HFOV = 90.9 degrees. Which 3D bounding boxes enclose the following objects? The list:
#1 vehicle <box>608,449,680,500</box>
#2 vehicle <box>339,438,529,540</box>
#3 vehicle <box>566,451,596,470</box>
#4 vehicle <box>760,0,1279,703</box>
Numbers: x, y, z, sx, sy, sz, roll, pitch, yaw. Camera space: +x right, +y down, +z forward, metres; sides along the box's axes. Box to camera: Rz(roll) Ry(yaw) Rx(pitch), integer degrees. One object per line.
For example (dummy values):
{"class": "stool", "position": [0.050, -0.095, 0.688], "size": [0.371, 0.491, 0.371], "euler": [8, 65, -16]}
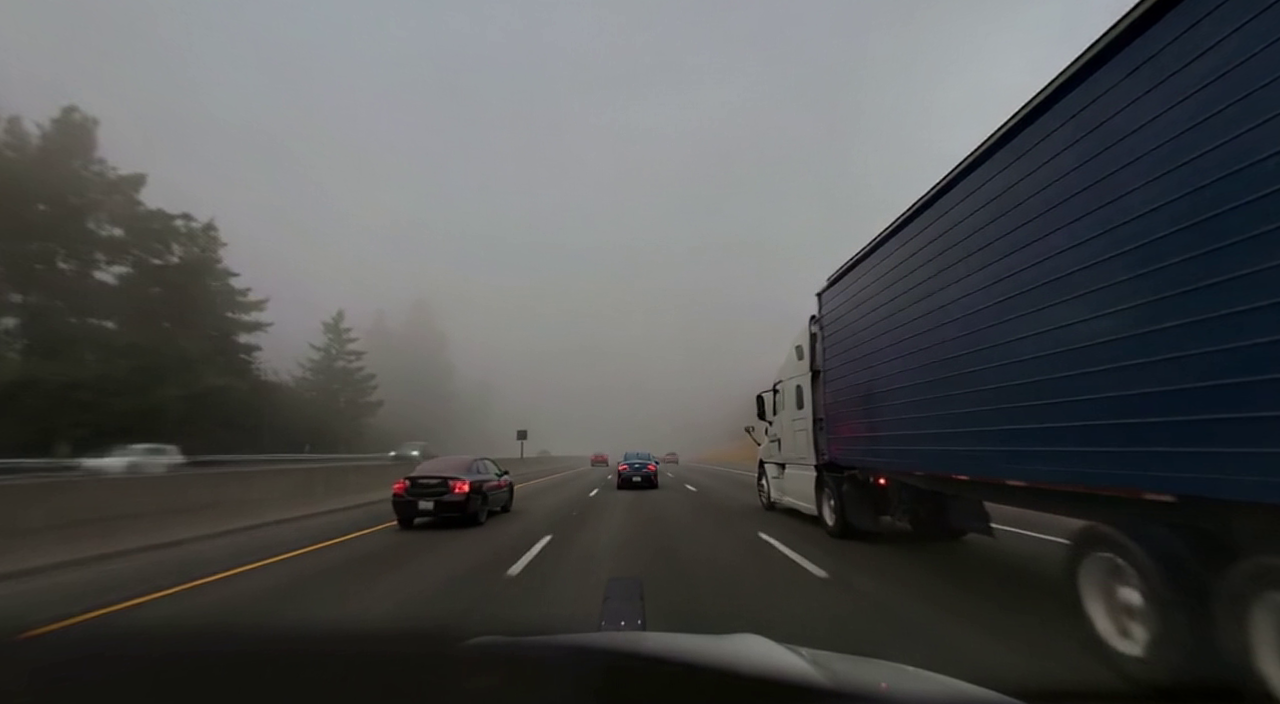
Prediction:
{"class": "vehicle", "position": [0.095, 3.765, 19.813], "size": [2.023, 1.400, 4.028], "euler": [0, -9, -1]}
{"class": "vehicle", "position": [-3.629, 2.504, 12.161], "size": [2.153, 1.581, 4.375], "euler": [0, -9, 0]}
{"class": "vehicle", "position": [-4.588, 8.499, 49.534], "size": [2.017, 1.460, 4.382], "euler": [0, -9, -1]}
{"class": "vehicle", "position": [4.448, 0.539, 7.957], "size": [2.905, 4.109, 14.332], "euler": [0, -9, 0]}
